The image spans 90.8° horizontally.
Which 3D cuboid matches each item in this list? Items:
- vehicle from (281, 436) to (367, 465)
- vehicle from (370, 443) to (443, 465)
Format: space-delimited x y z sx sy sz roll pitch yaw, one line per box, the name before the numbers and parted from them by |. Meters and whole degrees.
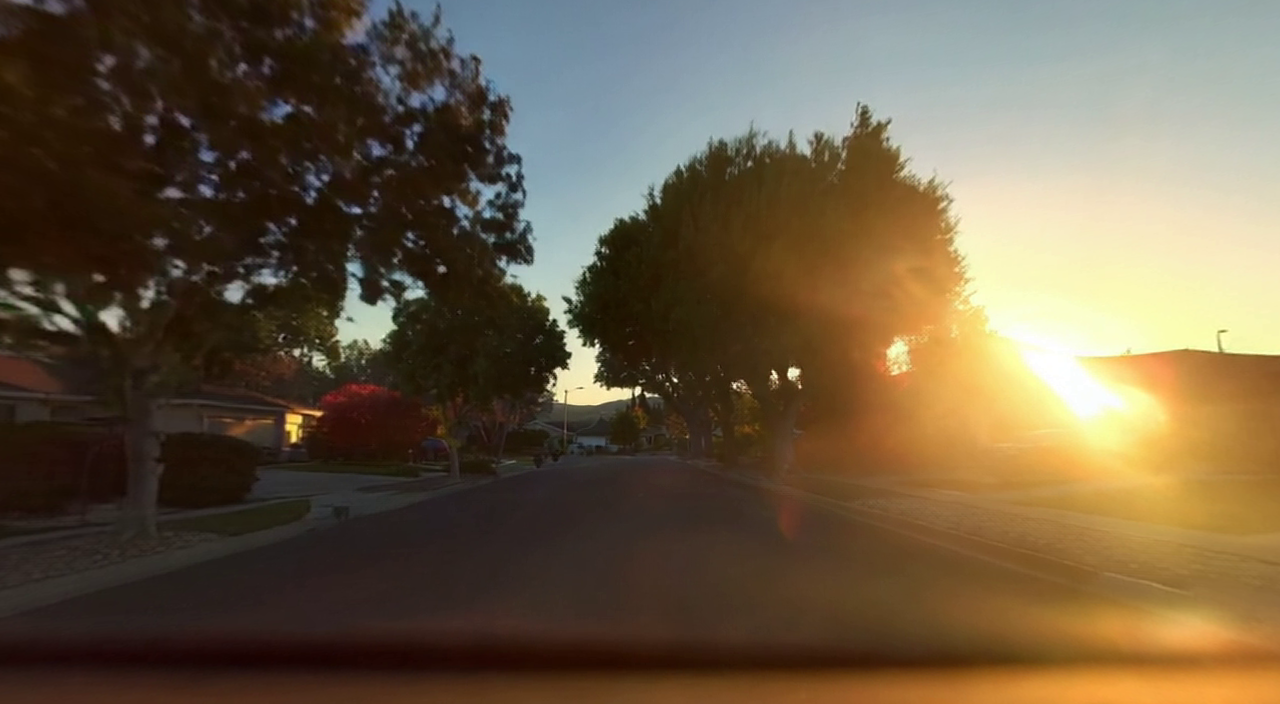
vehicle | -20.147 6.308 40.425 4.359 1.789 2.123 0 -10 -1
vehicle | -16.567 7.270 44.956 4.307 1.508 2.072 0 -10 0
